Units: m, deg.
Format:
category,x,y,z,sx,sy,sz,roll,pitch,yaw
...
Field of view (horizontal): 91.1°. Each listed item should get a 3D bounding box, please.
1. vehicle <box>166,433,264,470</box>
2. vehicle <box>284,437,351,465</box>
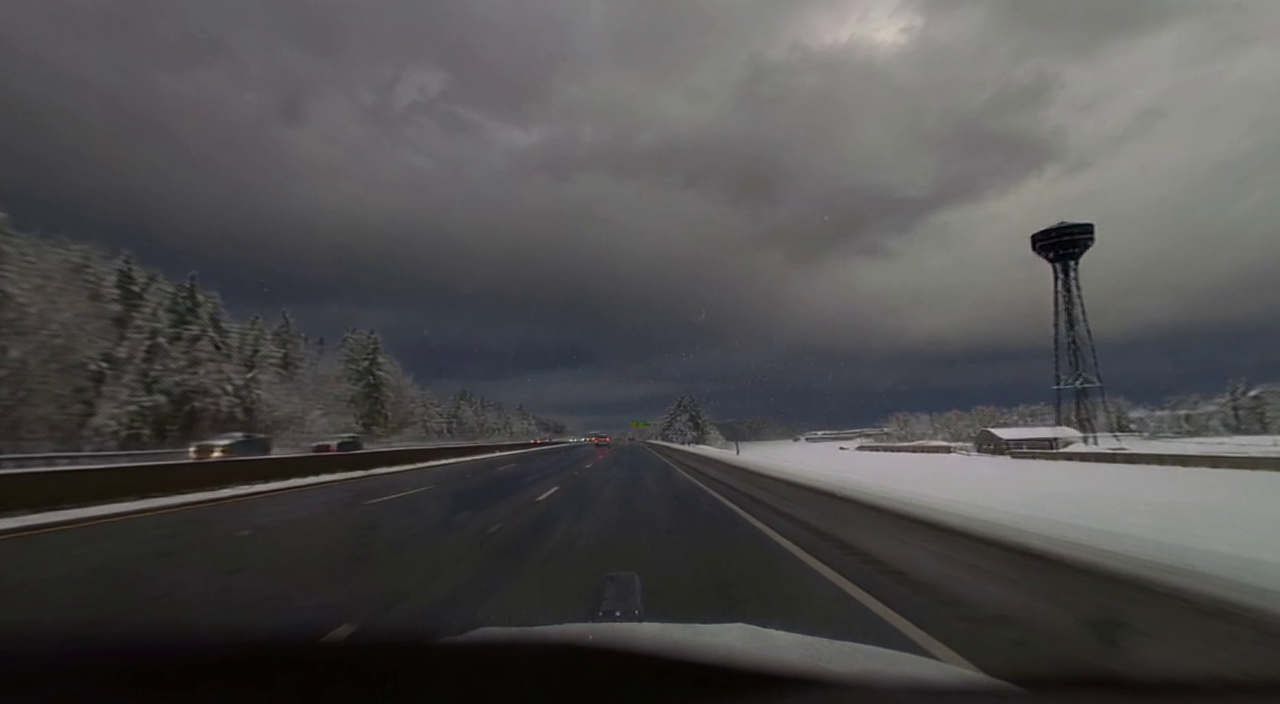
category,x,y,z,sx,sy,sz,roll,pitch,yaw
vehicle,-25.089,5.849,37.421,2.162,1.998,5.306,0,-8,-1
vehicle,-20.801,6.366,40.754,1.986,1.700,4.426,0,-8,0
